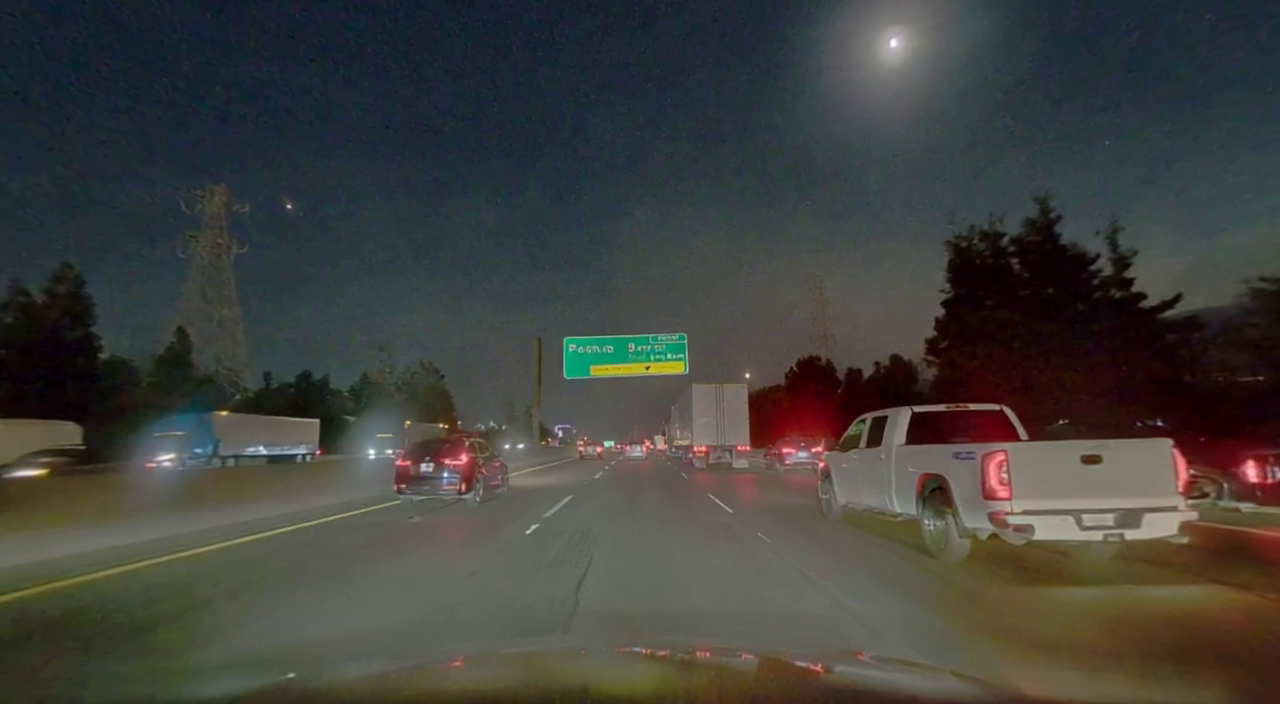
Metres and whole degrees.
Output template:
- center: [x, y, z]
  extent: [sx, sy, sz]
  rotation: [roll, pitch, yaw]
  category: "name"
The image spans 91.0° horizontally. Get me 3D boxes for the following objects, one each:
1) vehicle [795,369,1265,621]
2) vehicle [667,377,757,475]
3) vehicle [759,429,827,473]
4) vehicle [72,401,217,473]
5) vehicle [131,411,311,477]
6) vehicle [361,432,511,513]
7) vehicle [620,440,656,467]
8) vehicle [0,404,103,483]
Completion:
- center: [3.532, 1.418, 7.256]
  extent: [2.132, 1.869, 4.978]
  rotation: [0, -8, -1]
  category: "vehicle"
- center: [3.365, 4.253, 34.536]
  extent: [2.907, 4.109, 16.177]
  rotation: [0, -8, 0]
  category: "vehicle"
- center: [7.387, 4.839, 30.932]
  extent: [2.079, 1.938, 4.630]
  rotation: [0, -8, -1]
  category: "vehicle"
- center: [-28.744, 5.012, 37.021]
  extent: [3.015, 3.829, 6.868]
  rotation: [0, -8, -3]
  category: "vehicle"
- center: [-29.405, 6.489, 45.955]
  extent: [3.049, 3.899, 16.316]
  rotation: [0, -7, -4]
  category: "vehicle"
- center: [-4.232, 2.544, 13.787]
  extent: [1.968, 1.507, 3.829]
  rotation: [0, -8, 1]
  category: "vehicle"
- center: [-0.108, 5.947, 37.084]
  extent: [2.047, 1.485, 3.938]
  rotation: [0, -8, 0]
  category: "vehicle"
- center: [-20.295, 2.788, 19.152]
  extent: [2.251, 2.324, 6.186]
  rotation: [0, -8, 2]
  category: "vehicle"
